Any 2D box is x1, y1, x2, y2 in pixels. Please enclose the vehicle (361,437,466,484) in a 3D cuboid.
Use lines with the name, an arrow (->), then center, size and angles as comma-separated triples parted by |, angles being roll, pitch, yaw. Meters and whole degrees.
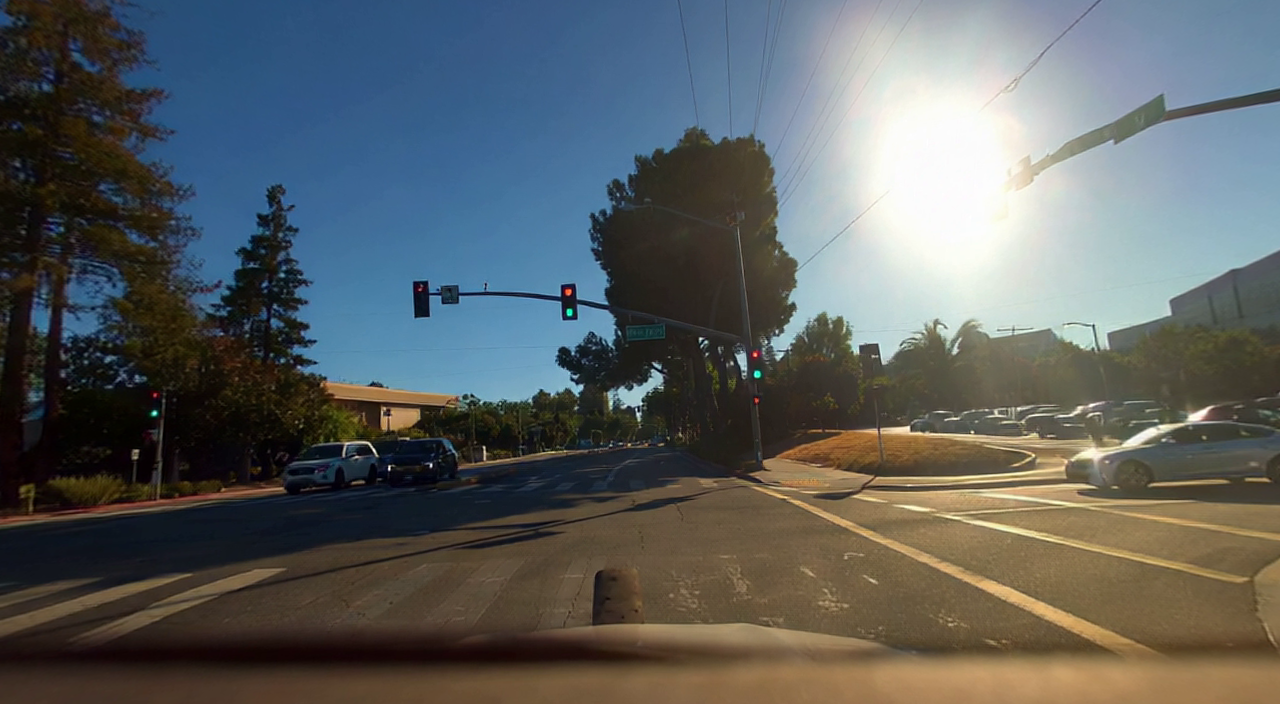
vehicle -> -10.150, 4.926, 28.983 | 2.664, 1.940, 5.702 | 0, -9, 0

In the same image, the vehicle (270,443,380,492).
vehicle -> -13.778, 5.066, 28.061 | 2.306, 1.957, 4.968 | 0, -9, -1

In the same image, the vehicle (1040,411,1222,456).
vehicle -> 16.950, 2.902, 22.110 | 4.560, 1.453, 1.851 | -3, -9, 18
